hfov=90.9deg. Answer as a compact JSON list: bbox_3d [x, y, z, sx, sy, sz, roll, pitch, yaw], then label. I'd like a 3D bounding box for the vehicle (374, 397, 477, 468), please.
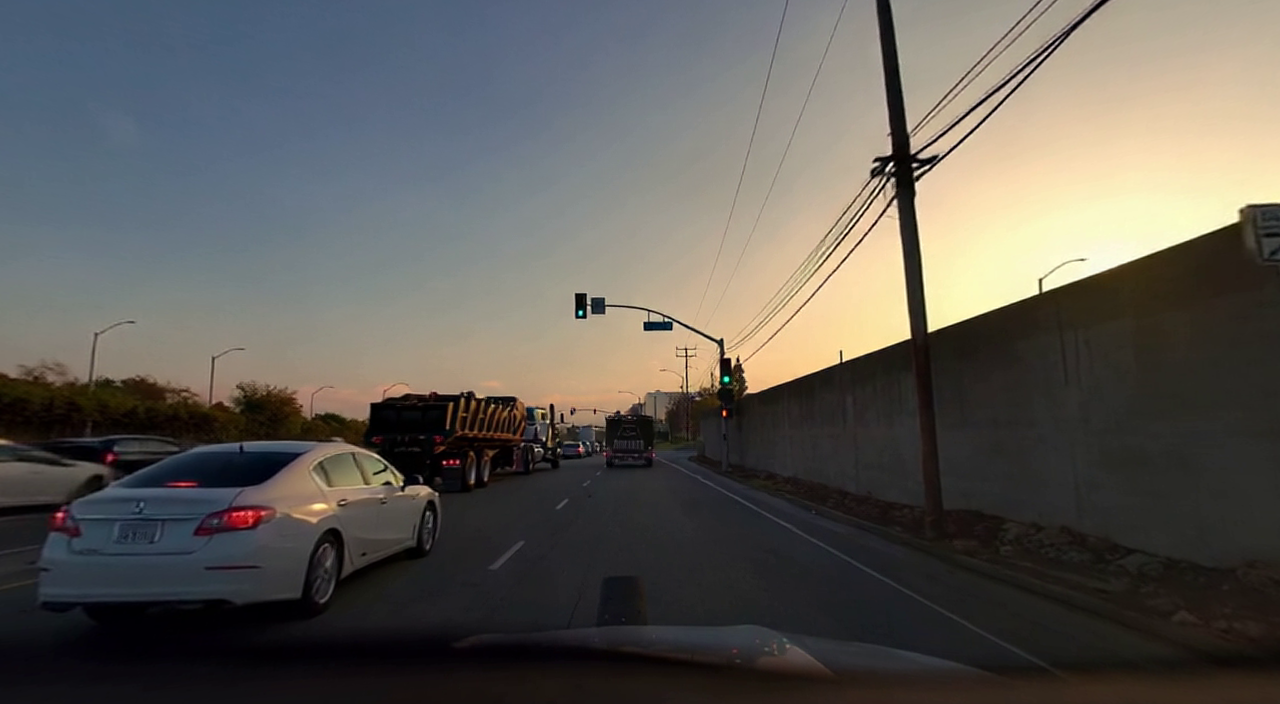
[{"bbox_3d":[-12.887,5.067,38.952,3.016,3.847,8.707,0,-8,1],"label":"vehicle"}]

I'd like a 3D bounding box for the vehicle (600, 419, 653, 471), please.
[{"bbox_3d":[-0.666,4.510,30.589,2.355,2.305,5.336,0,-8,-1],"label":"vehicle"}]

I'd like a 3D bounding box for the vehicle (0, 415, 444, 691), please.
[{"bbox_3d":[-3.710,1.461,5.972,2.019,1.480,4.966,0,-8,1],"label":"vehicle"}]
